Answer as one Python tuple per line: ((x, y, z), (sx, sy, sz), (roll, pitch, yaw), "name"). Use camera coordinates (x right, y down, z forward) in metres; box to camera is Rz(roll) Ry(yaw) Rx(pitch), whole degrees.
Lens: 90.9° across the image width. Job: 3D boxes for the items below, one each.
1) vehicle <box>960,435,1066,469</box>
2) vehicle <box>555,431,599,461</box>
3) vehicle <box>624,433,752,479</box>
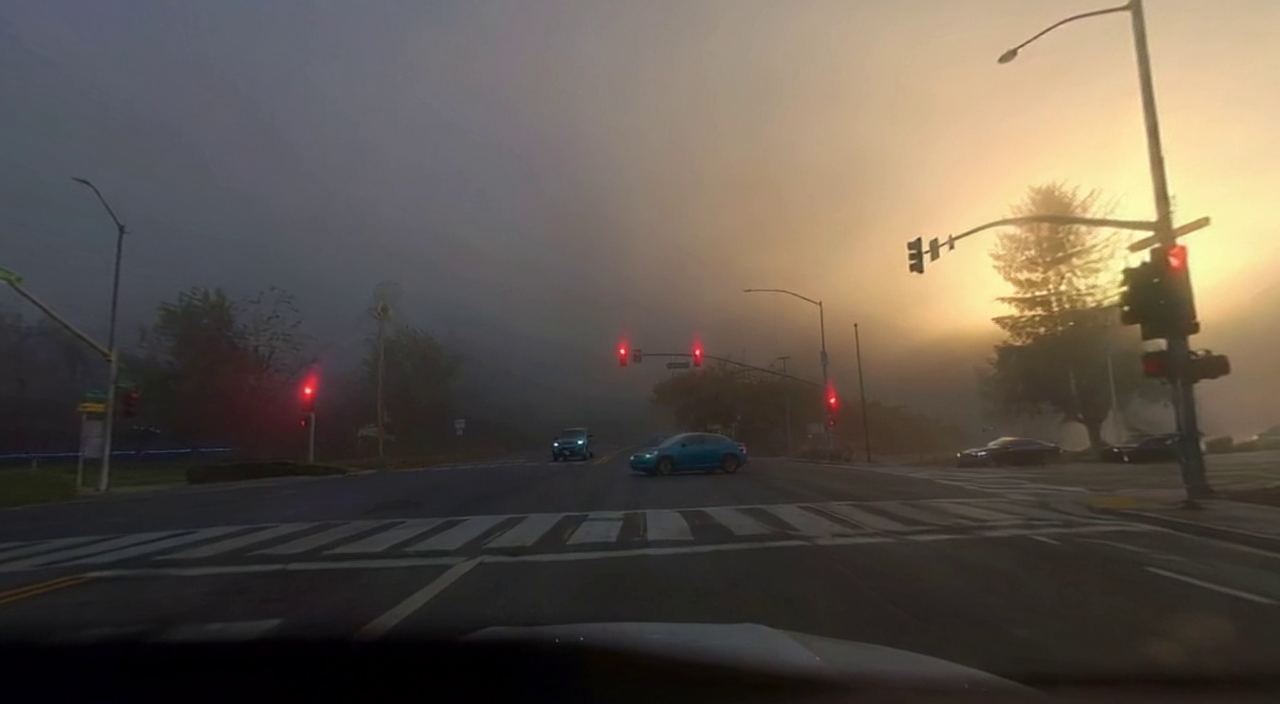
((17.828, 4.758, 30.143), (4.377, 1.523, 1.877), (3, -9, -19), "vehicle")
((-3.741, 5.675, 38.066), (2.140, 1.638, 4.259), (0, -8, 1), "vehicle")
((1.798, 3.722, 22.797), (4.528, 1.482, 1.864), (6, -11, -38), "vehicle")
